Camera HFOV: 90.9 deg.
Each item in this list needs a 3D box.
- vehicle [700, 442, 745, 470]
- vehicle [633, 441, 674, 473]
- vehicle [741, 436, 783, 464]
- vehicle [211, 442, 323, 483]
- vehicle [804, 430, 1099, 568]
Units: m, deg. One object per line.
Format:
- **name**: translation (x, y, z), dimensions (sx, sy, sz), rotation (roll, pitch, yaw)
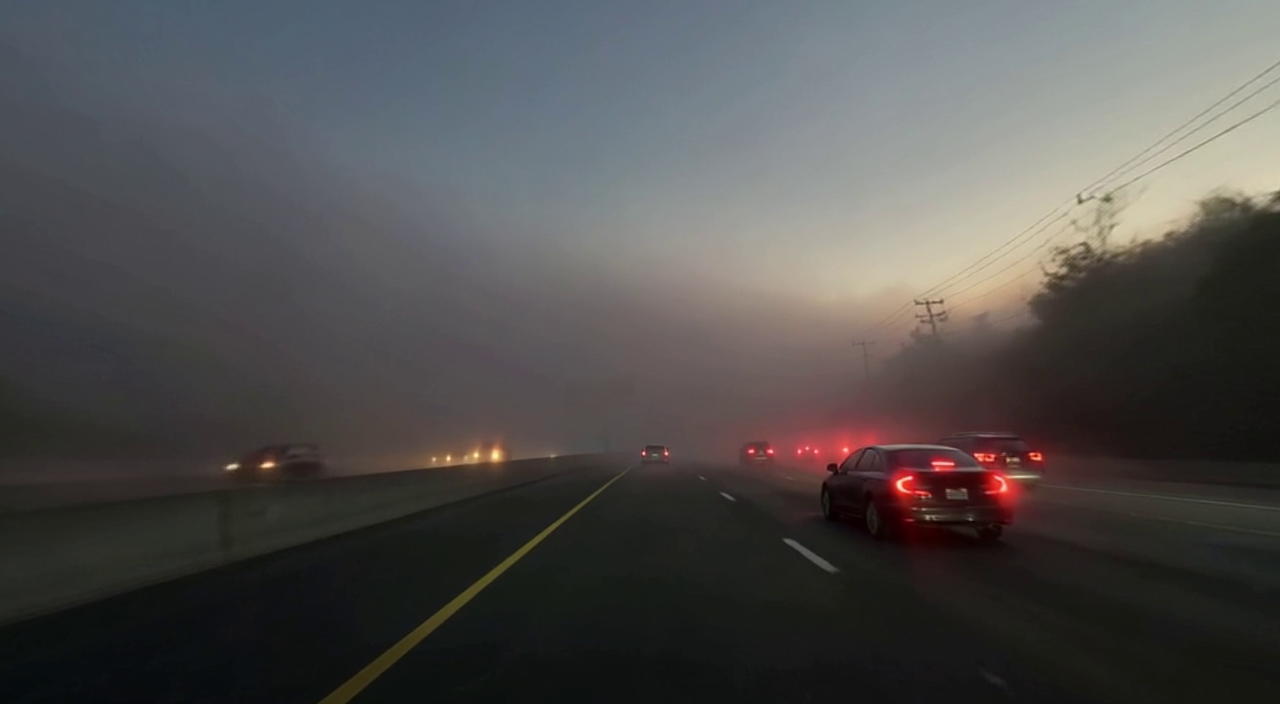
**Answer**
- **vehicle**: translation (4.570, 5.833, 35.464), dimensions (1.936, 1.465, 4.060), rotation (0, -8, 0)
- **vehicle**: translation (0.717, 5.595, 33.803), dimensions (2.042, 1.581, 3.769), rotation (0, -8, 1)
- **vehicle**: translation (8.439, 6.853, 44.164), dimensions (2.041, 1.821, 4.562), rotation (0, -8, 0)
- **vehicle**: translation (-16.896, 4.999, 28.946), dimensions (2.048, 1.727, 4.903), rotation (0, -8, 2)
- **vehicle**: translation (3.956, 1.922, 9.094), dimensions (1.986, 1.478, 4.429), rotation (0, -8, 0)
